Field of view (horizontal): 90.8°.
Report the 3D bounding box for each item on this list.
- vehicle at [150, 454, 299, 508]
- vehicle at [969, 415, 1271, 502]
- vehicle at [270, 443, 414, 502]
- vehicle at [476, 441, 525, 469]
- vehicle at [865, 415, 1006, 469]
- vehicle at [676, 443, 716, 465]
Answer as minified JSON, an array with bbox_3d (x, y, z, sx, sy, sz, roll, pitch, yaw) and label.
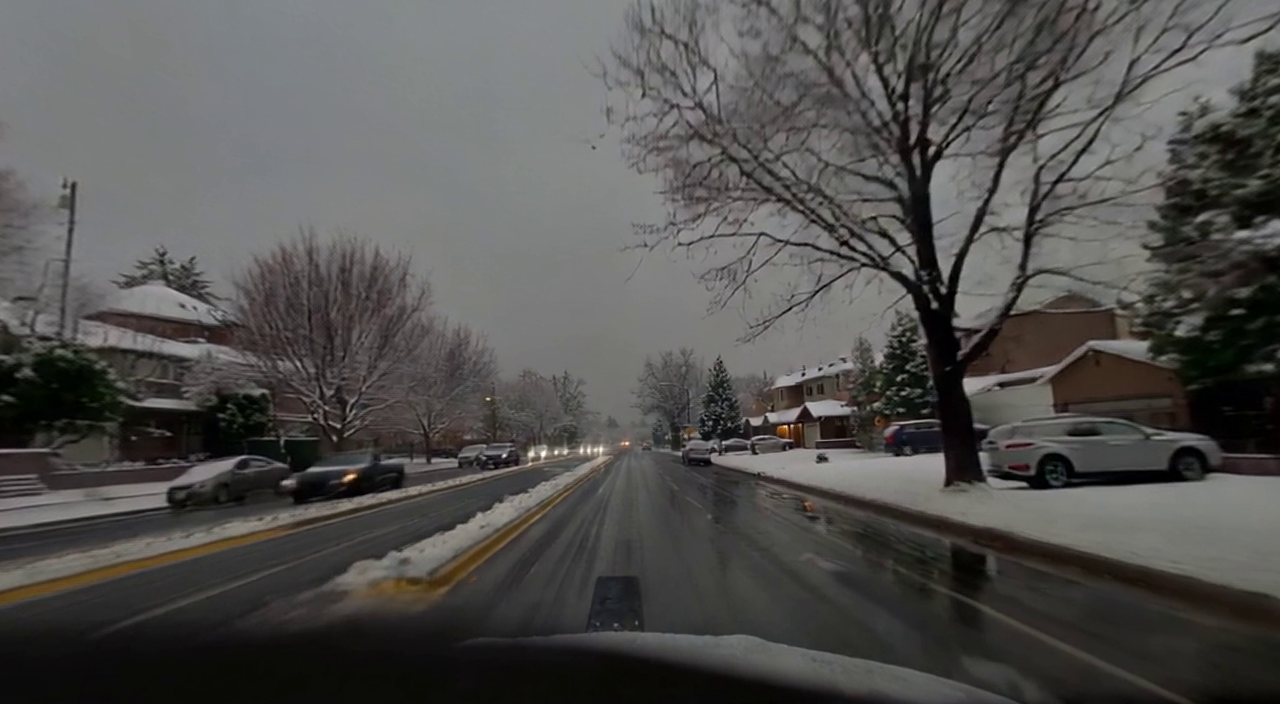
[{"bbox_3d":[-13.346,4.121,20.689,1.850,1.472,4.511,0,-8,-1],"label":"vehicle"},{"bbox_3d":[9.701,2.171,13.079,4.690,1.579,1.878,-1,-8,-1],"label":"vehicle"},{"bbox_3d":[-8.520,3.453,18.648,1.973,1.509,4.651,0,-8,0],"label":"vehicle"},{"bbox_3d":[-8.738,6.488,39.937,2.030,1.632,4.520,0,-8,0],"label":"vehicle"},{"bbox_3d":[11.931,3.659,25.737,4.625,1.711,1.910,-5,-8,1],"label":"vehicle"},{"bbox_3d":[3.809,7.045,43.984,1.946,1.431,4.695,1,-8,-5],"label":"vehicle"}]
